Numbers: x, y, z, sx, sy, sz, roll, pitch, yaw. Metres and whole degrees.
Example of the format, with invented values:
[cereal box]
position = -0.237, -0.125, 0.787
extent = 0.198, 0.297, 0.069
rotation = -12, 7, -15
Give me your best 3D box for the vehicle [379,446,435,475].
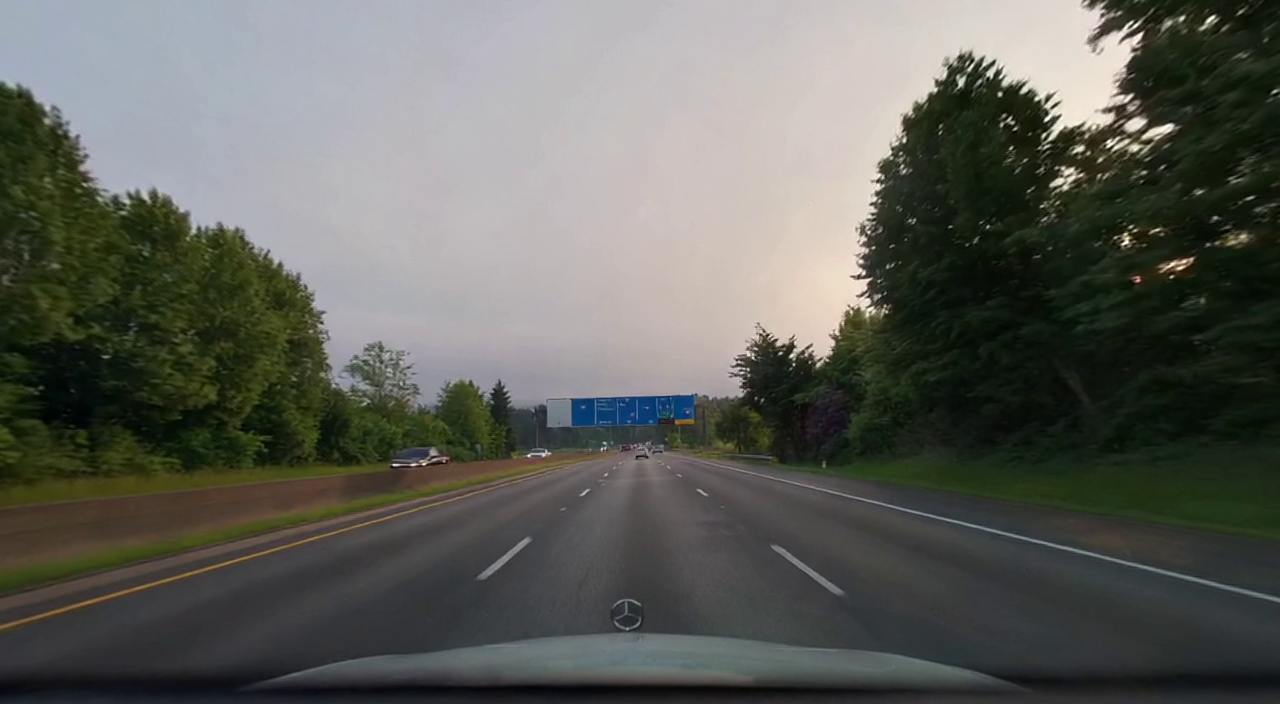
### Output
[vehicle]
position = -14.351, 6.683, 39.061
extent = 1.859, 1.707, 4.177
rotation = 0, -9, 0
